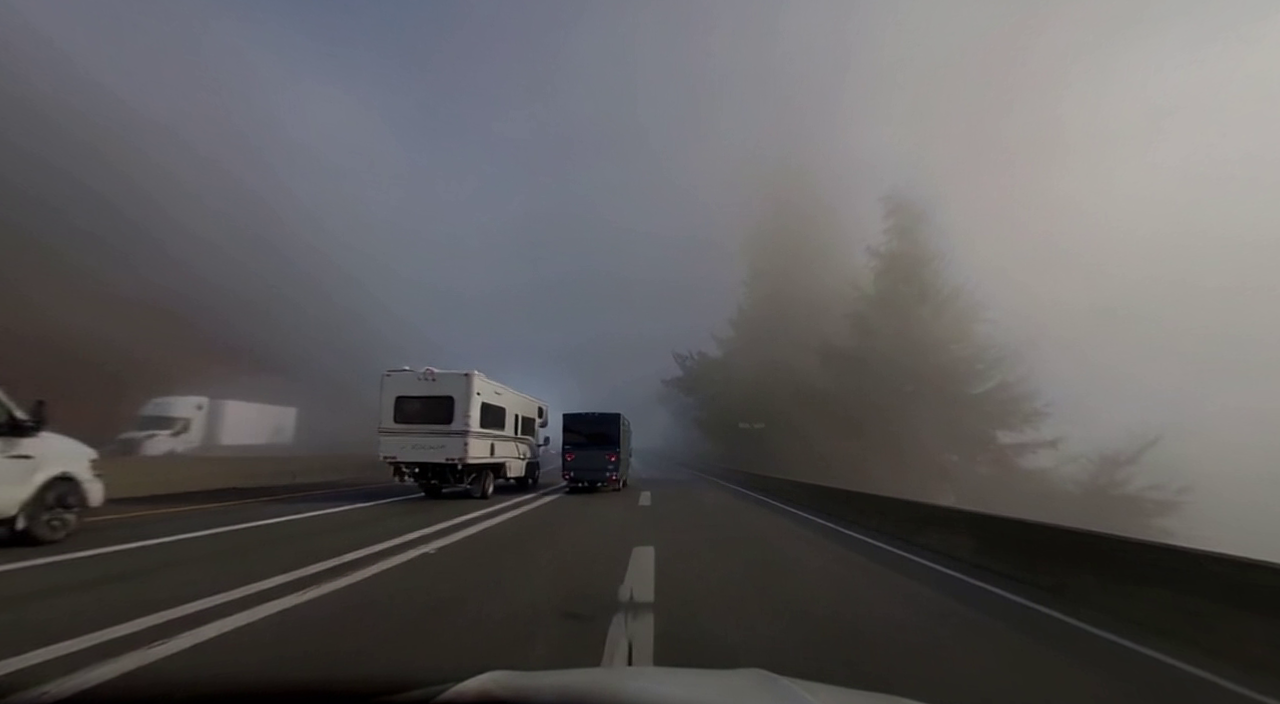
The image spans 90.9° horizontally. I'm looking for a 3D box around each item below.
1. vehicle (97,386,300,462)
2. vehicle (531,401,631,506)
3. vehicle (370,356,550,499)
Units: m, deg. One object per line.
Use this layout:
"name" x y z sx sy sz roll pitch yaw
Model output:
"vehicle" -25.599 4.633 38.075 2.740 3.781 13.067 0 -9 0
"vehicle" -1.491 2.801 17.518 2.331 2.583 3.743 0 -9 1
"vehicle" -6.076 3.214 25.008 2.929 4.010 14.446 0 -9 0
